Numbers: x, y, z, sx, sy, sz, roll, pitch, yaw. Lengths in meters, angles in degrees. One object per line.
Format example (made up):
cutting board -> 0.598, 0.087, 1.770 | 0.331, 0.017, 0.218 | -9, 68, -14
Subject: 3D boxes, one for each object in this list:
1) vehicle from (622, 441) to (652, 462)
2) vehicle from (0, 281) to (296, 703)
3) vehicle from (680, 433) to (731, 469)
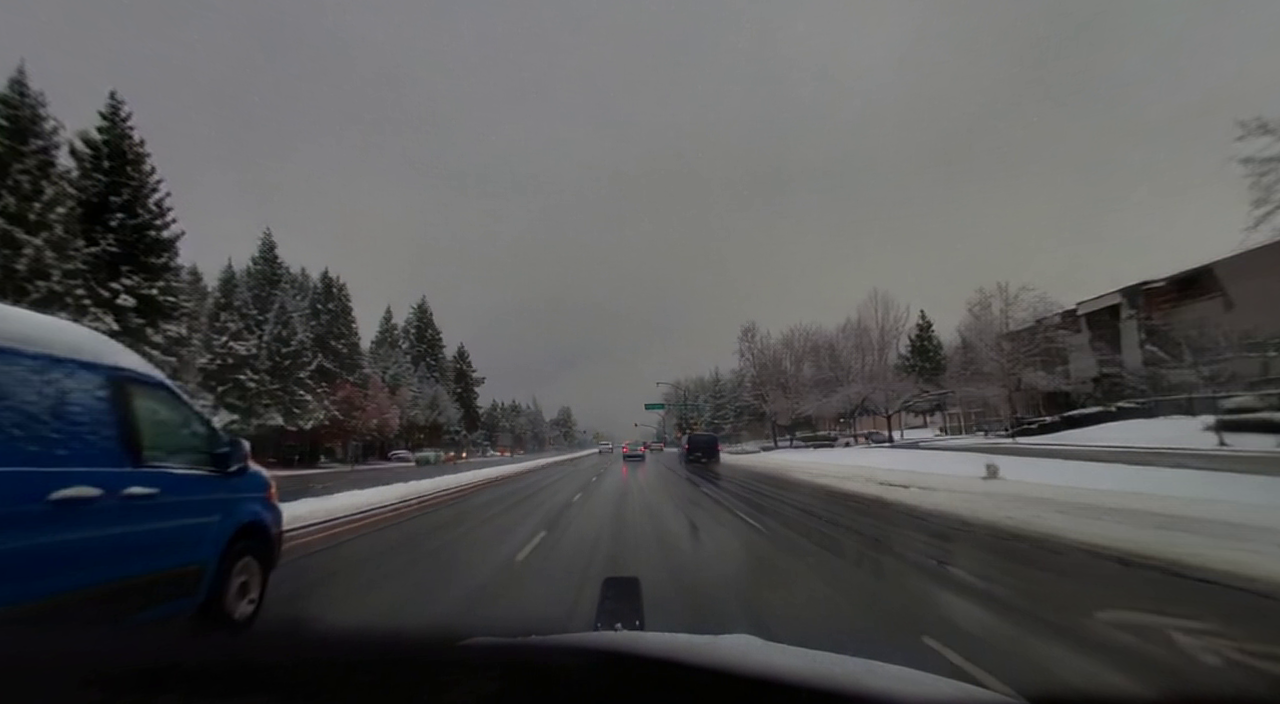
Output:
vehicle -> -0.263, 7.089, 45.201 | 2.039, 1.455, 3.826 | 0, -9, -1
vehicle -> -3.481, 0.611, 2.007 | 2.075, 1.863, 4.744 | 0, -9, 0
vehicle -> 3.429, 5.307, 33.975 | 2.181, 1.781, 4.257 | 0, -9, -1
